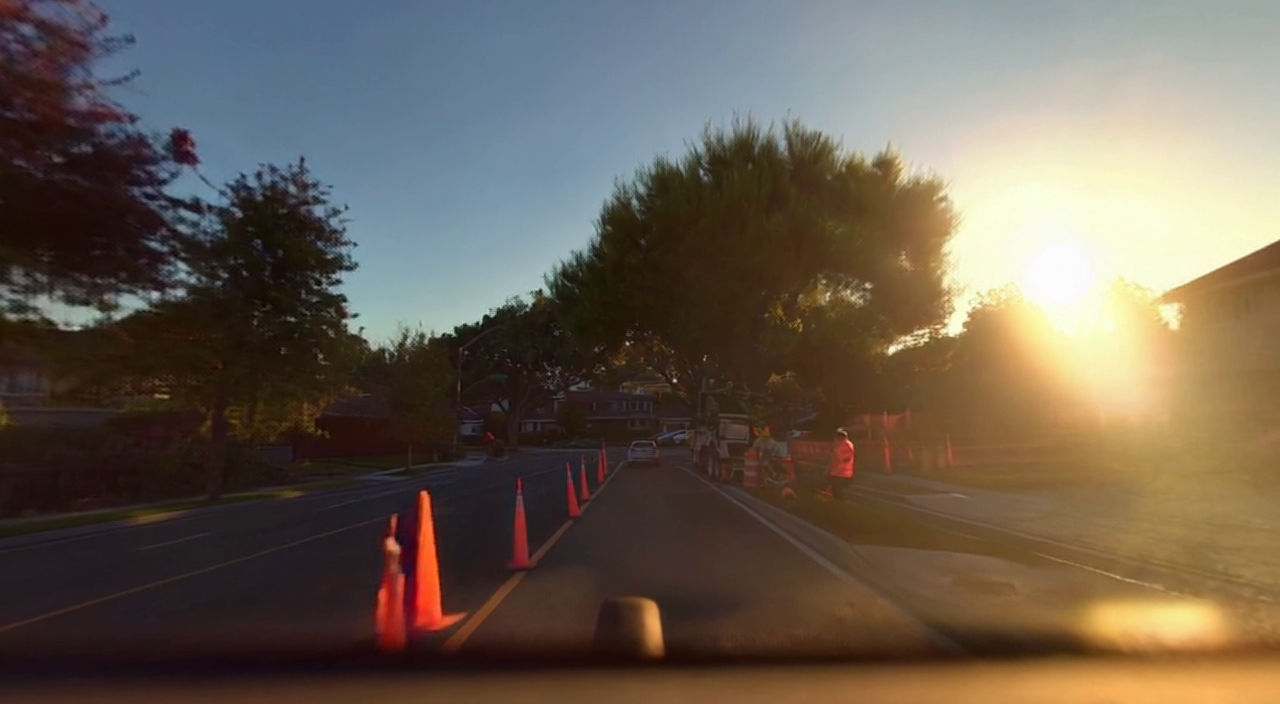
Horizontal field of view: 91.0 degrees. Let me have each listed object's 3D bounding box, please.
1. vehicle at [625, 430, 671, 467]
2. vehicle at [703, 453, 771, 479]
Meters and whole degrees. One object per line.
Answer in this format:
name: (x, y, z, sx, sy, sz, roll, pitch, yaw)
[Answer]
vehicle: (0.369, 4.829, 31.555, 2.151, 1.708, 4.084, 0, -8, -1)
vehicle: (3.684, 4.384, 24.384, 2.123, 0.883, 3.024, 0, -8, 0)
